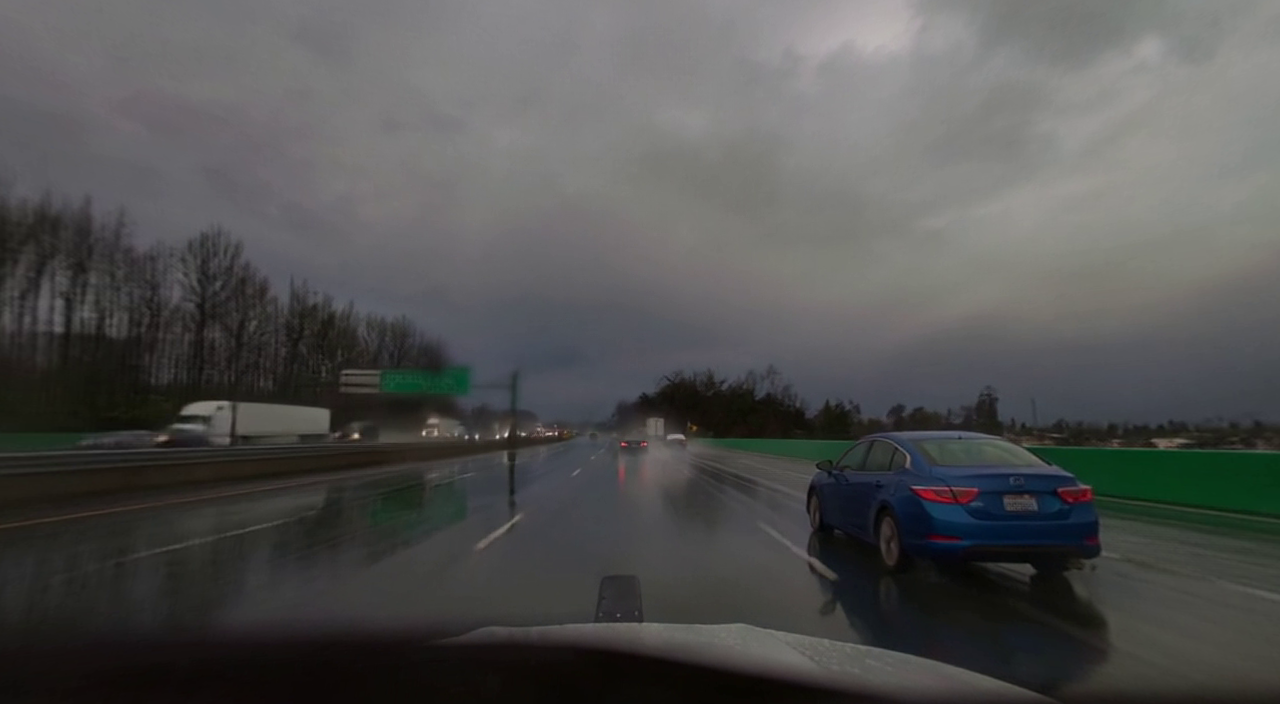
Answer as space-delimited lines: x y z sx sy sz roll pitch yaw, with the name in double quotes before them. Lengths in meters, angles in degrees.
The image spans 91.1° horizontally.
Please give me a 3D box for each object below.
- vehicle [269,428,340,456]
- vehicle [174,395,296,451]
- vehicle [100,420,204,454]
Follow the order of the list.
"vehicle" -18.548 4.993 34.964 1.785 1.452 4.015 0 -8 -1
"vehicle" -30.909 5.627 48.754 2.986 3.891 10.108 0 -8 -2
"vehicle" -25.923 4.561 33.641 1.904 1.680 4.621 0 -8 -1
